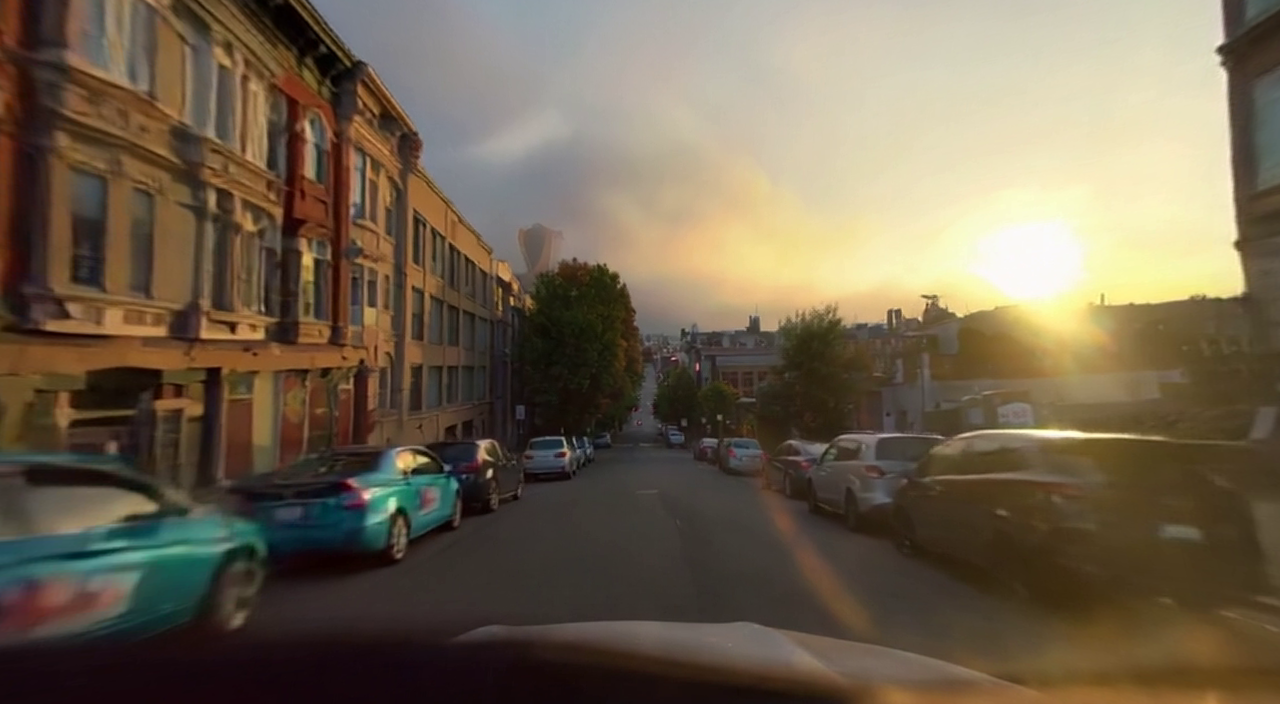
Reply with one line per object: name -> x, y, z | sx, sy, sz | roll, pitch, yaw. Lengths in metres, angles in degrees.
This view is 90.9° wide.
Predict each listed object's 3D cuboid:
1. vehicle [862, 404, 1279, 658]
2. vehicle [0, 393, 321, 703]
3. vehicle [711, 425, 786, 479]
vehicle -> 3.738, 1.361, 5.864 | 1.896, 1.549, 3.845 | 0, -8, 0
vehicle -> -3.472, 0.992, 2.912 | 1.859, 1.508, 4.144 | 2, -3, -1
vehicle -> 3.952, 3.711, 23.736 | 1.879, 1.802, 4.574 | 0, -8, -1
